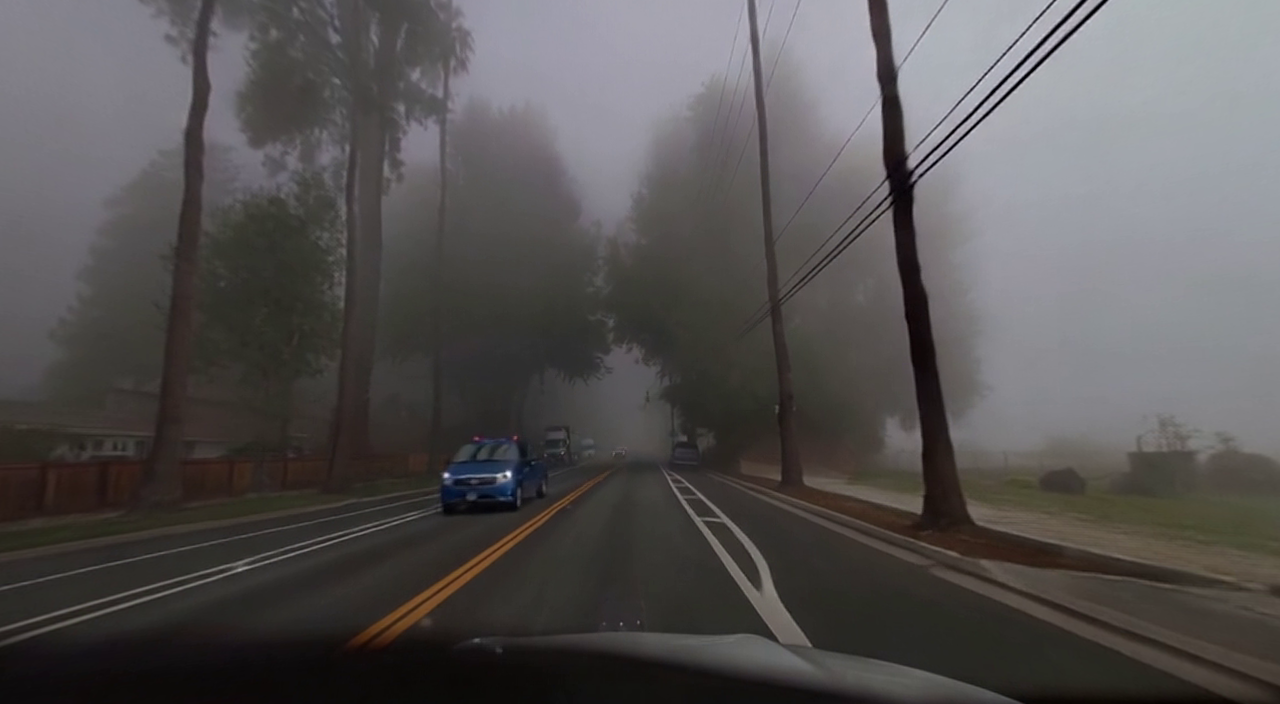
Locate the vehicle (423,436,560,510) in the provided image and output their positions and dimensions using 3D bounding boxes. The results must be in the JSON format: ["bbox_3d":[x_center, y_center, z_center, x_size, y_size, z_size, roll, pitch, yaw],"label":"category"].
[{"bbox_3d":[-3.750,3.183,17.264,2.336,1.669,5.581,0,-9,1],"label":"vehicle"}]

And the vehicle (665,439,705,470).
[{"bbox_3d":[2.885,6.740,41.692,2.168,1.851,4.861,0,-9,-1],"label":"vehicle"}]
